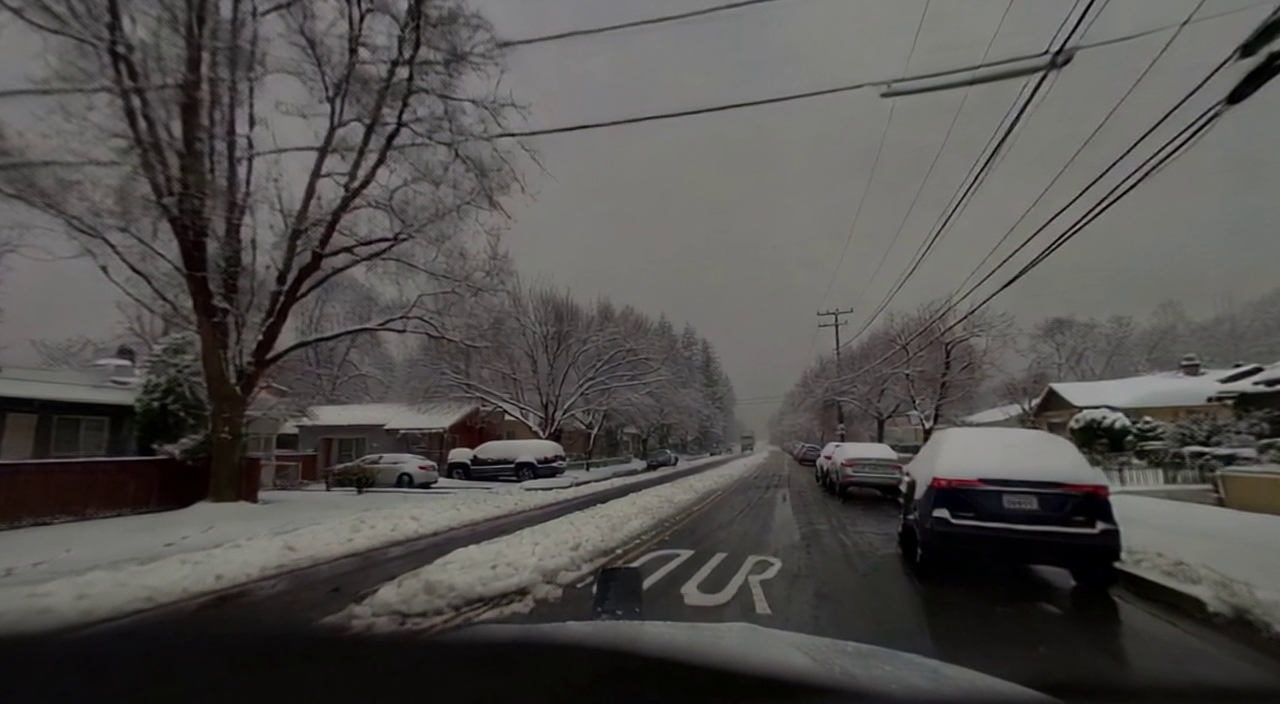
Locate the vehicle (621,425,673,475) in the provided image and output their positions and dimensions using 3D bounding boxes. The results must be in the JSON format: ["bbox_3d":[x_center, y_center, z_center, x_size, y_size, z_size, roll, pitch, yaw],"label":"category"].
[{"bbox_3d":[0.548,6.153,39.930,2.199,2.902,5.848,-2,-9,12],"label":"vehicle"}]

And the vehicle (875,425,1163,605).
[{"bbox_3d":[4.008,1.701,7.371,1.908,1.572,3.105,-2,-9,13],"label":"vehicle"}]

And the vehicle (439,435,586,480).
[{"bbox_3d":[-6.072,5.038,30.520,6.488,2.009,2.354,-2,-9,12],"label":"vehicle"}]

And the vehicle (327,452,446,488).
[{"bbox_3d":[-10.913,5.060,27.320,4.481,1.420,1.712,-1,-9,9],"label":"vehicle"}]

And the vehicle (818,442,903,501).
[{"bbox_3d":[6.170,3.339,18.071,1.845,1.453,3.792,-2,-9,13],"label":"vehicle"}]
